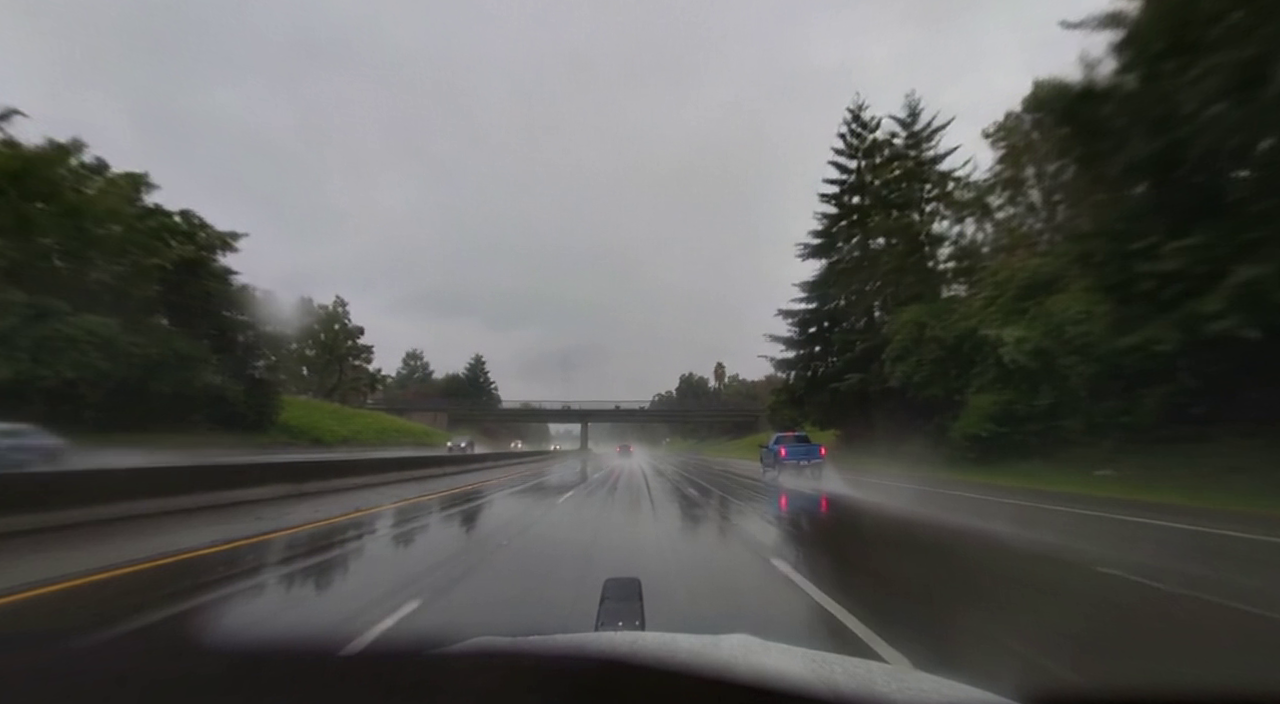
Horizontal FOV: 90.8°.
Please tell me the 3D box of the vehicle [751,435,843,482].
[{"bbox_3d":[6.747,4.688,28.015,2.395,1.819,6.086,0,-9,-1],"label":"vehicle"}]
